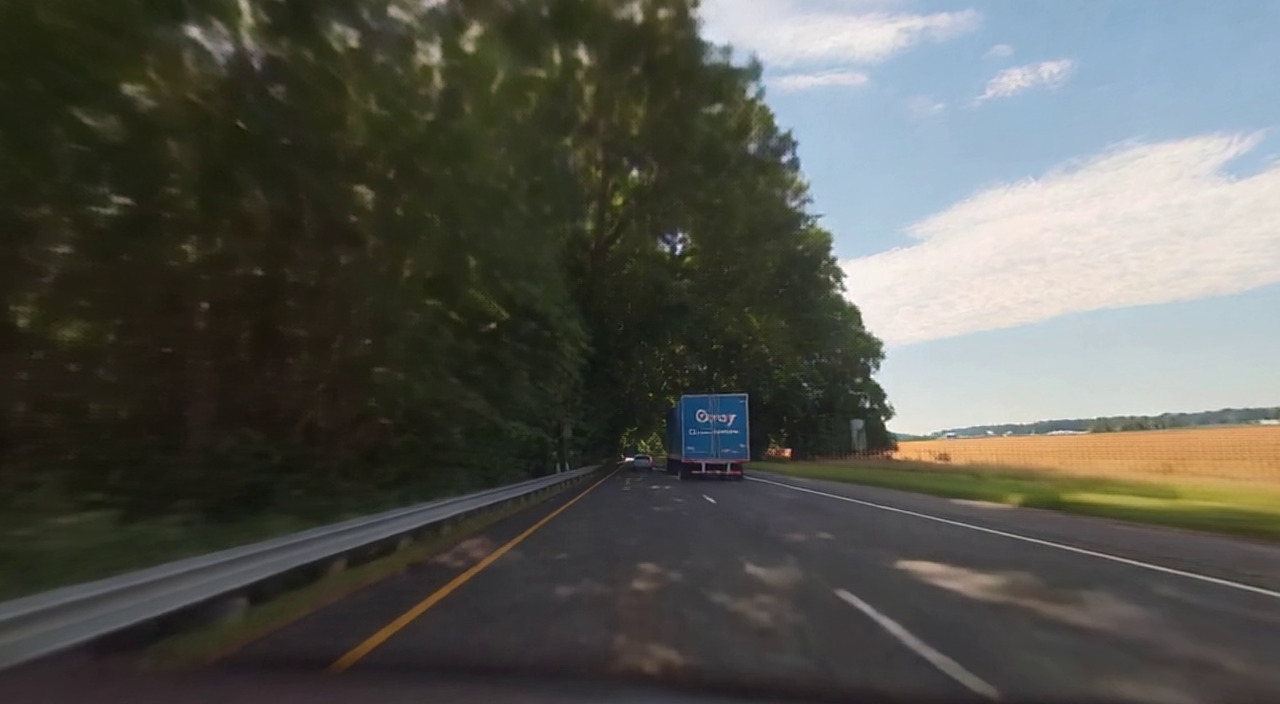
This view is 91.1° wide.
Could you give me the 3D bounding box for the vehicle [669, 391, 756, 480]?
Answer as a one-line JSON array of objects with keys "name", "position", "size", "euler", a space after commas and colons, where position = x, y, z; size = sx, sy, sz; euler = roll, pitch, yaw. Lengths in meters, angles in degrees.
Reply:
[{"name": "vehicle", "position": [3.655, 4.772, 35.125], "size": [3.440, 4.090, 11.380], "euler": [-1, -9, 0]}]
